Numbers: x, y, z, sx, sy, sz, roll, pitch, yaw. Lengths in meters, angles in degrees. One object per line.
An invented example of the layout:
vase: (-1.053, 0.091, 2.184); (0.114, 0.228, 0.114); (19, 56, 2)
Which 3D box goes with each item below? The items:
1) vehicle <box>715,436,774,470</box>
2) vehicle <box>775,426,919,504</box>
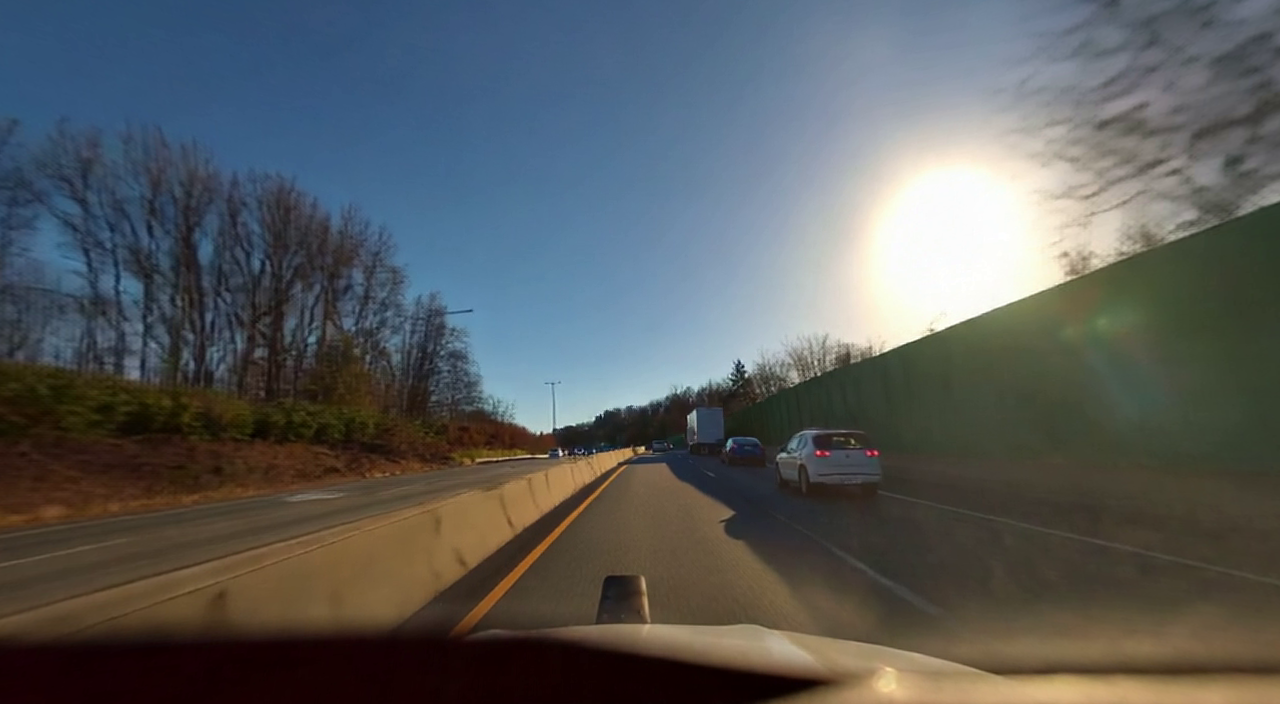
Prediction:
vehicle: (4.863, 4.759, 29.849); (2.000, 1.473, 4.440); (0, -8, 0)
vehicle: (4.610, 2.573, 14.746); (1.940, 1.539, 4.005); (0, -8, -1)
